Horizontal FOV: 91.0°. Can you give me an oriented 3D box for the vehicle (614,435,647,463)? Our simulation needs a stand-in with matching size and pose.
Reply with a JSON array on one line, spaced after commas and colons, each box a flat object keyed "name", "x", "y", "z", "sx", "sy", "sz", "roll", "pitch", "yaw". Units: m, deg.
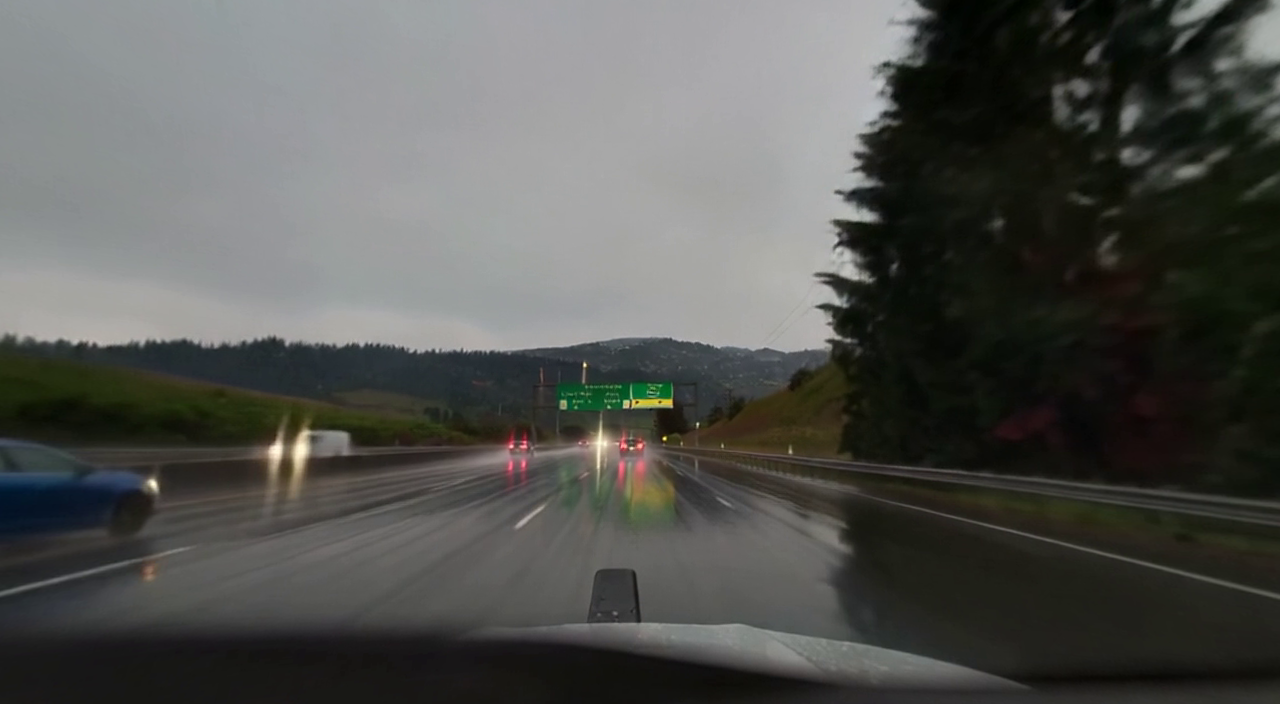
[{"name": "vehicle", "x": -0.631, "y": 6.356, "z": 41.462, "sx": 2.040, "sy": 1.715, "sz": 3.906, "roll": 0, "pitch": -8, "yaw": -1}]

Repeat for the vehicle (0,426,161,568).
[{"name": "vehicle", "x": -7.473, "y": 1.471, "z": 6.303, "sx": 1.949, "sy": 1.428, "sz": 4.408, "roll": 0, "pitch": -8, "yaw": -1}]

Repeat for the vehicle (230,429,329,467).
[{"name": "vehicle", "x": -15.946, "y": 4.276, "z": 28.146, "sx": 1.872, "sy": 1.498, "sz": 4.506, "roll": 0, "pitch": -8, "yaw": -1}]

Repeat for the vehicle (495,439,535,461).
[{"name": "vehicle", "x": -8.888, "y": 7.033, "z": 45.193, "sx": 2.047, "sy": 1.486, "sz": 4.306, "roll": 0, "pitch": -8, "yaw": -1}]
